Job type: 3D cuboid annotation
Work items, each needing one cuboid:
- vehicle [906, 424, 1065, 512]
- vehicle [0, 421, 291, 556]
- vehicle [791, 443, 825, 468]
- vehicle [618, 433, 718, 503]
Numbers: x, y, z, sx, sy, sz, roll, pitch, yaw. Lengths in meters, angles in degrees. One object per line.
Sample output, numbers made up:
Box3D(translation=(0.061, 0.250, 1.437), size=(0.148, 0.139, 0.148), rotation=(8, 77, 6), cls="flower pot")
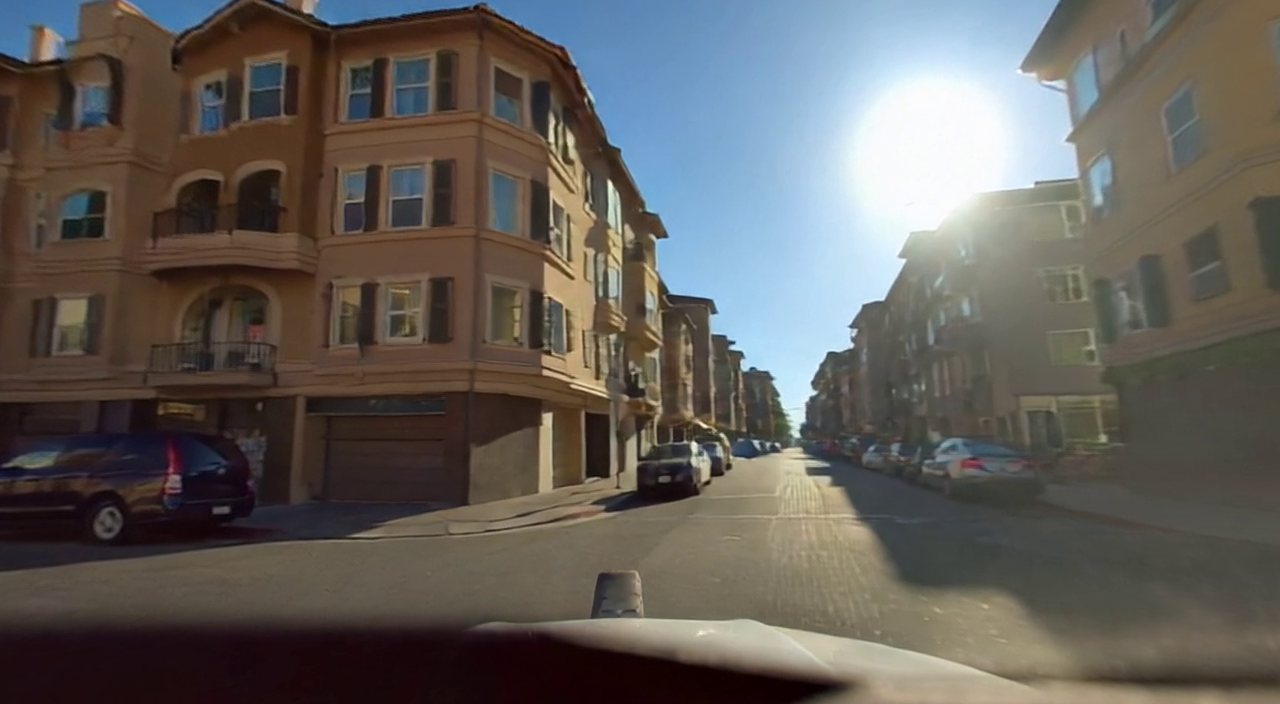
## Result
Box3D(translation=(7.051, 2.368, 13.342), size=(1.868, 1.544, 3.869), rotation=(-2, -9, 12), cls="vehicle")
Box3D(translation=(-7.932, 1.870, 9.256), size=(4.679, 1.631, 2.025), rotation=(-2, -8, 14), cls="vehicle")
Box3D(translation=(12.596, 7.715, 47.293), size=(2.341, 1.675, 4.360), rotation=(-2, -8, 14), cls="vehicle")
Box3D(translation=(0.783, 2.699, 15.241), size=(1.882, 1.459, 3.518), rotation=(-2, -8, 11), cls="vehicle")
